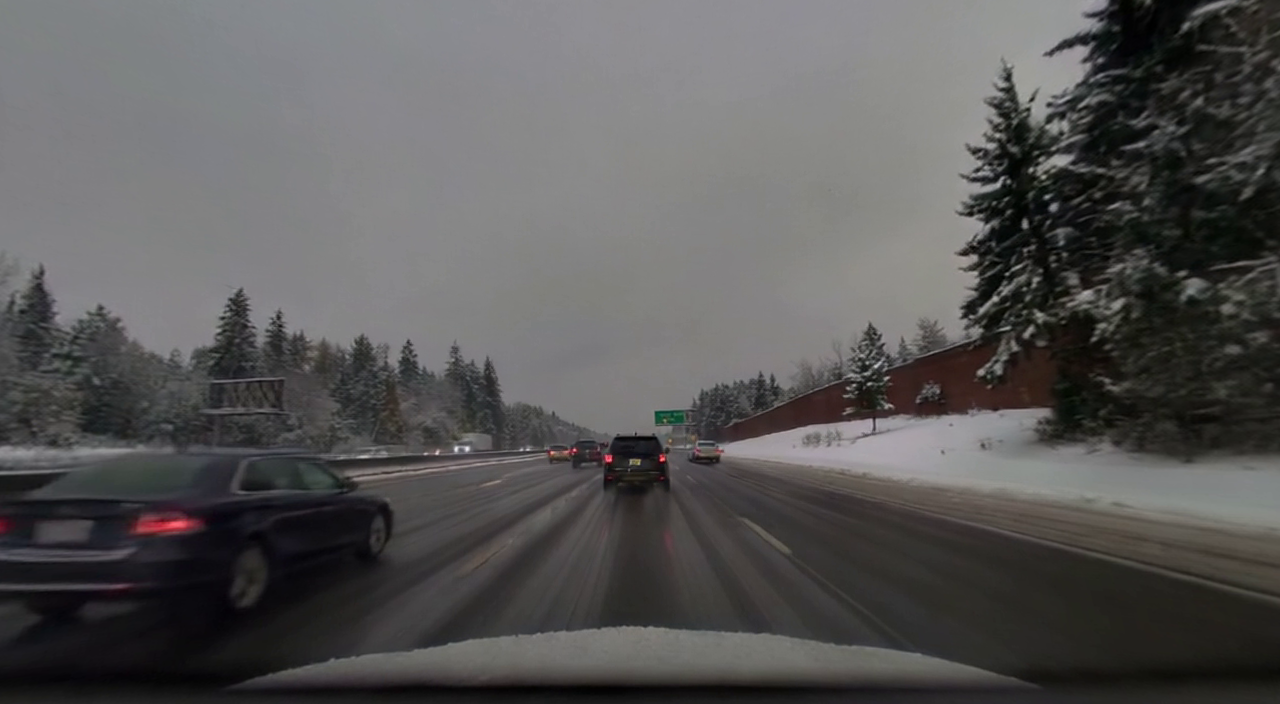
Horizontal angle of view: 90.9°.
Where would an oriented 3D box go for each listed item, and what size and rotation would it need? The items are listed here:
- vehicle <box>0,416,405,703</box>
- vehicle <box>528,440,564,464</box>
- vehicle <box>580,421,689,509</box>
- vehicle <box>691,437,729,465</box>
[{"bbox_3d":[-3.755,1.359,5.210,1.967,1.442,4.143,0,-9,1],"label":"vehicle"},{"bbox_3d":[-7.046,7.557,47.628,2.024,1.706,4.249,0,-9,1],"label":"vehicle"},{"bbox_3d":[-0.103,2.667,15.246,2.233,1.804,4.273,0,-9,0],"label":"vehicle"},{"bbox_3d":[4.784,6.845,43.791,2.017,1.847,4.299,0,-9,-1],"label":"vehicle"}]
